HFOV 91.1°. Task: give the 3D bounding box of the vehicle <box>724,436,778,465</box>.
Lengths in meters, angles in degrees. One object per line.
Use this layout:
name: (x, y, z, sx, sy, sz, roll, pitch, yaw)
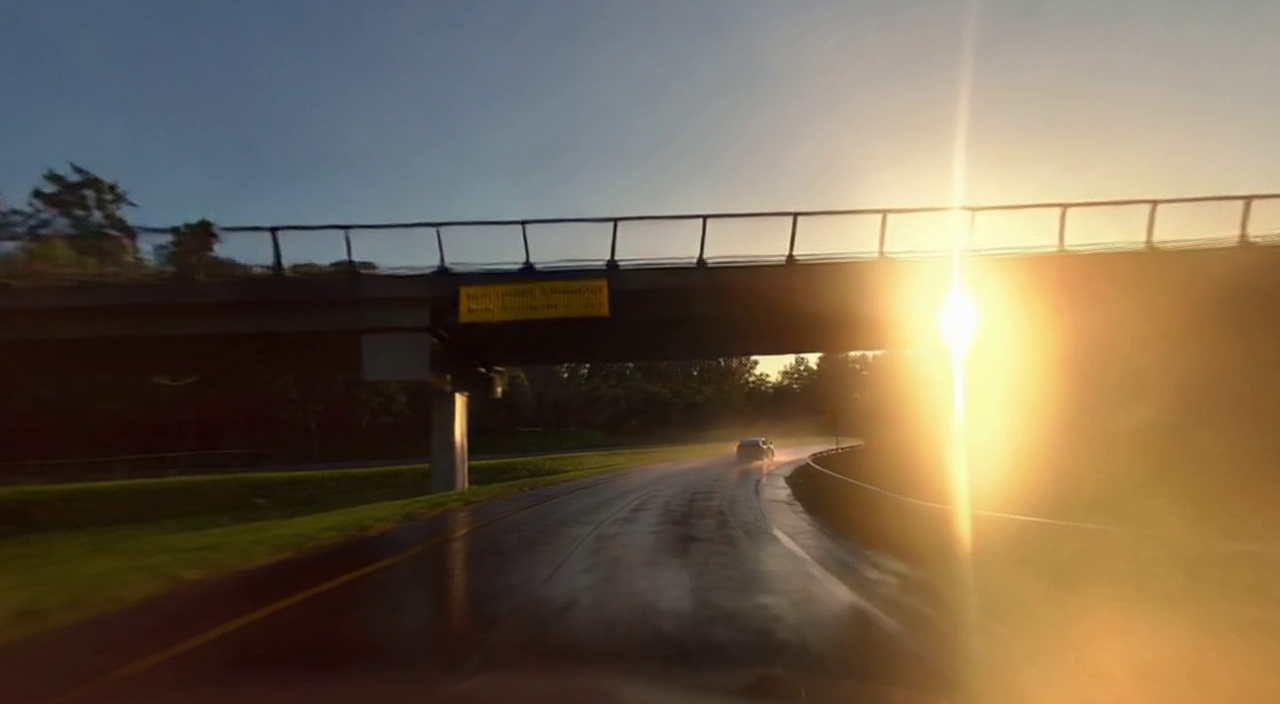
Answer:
vehicle: (6.065, 5.314, 34.022, 1.980, 1.449, 3.650, -4, -10, 23)
